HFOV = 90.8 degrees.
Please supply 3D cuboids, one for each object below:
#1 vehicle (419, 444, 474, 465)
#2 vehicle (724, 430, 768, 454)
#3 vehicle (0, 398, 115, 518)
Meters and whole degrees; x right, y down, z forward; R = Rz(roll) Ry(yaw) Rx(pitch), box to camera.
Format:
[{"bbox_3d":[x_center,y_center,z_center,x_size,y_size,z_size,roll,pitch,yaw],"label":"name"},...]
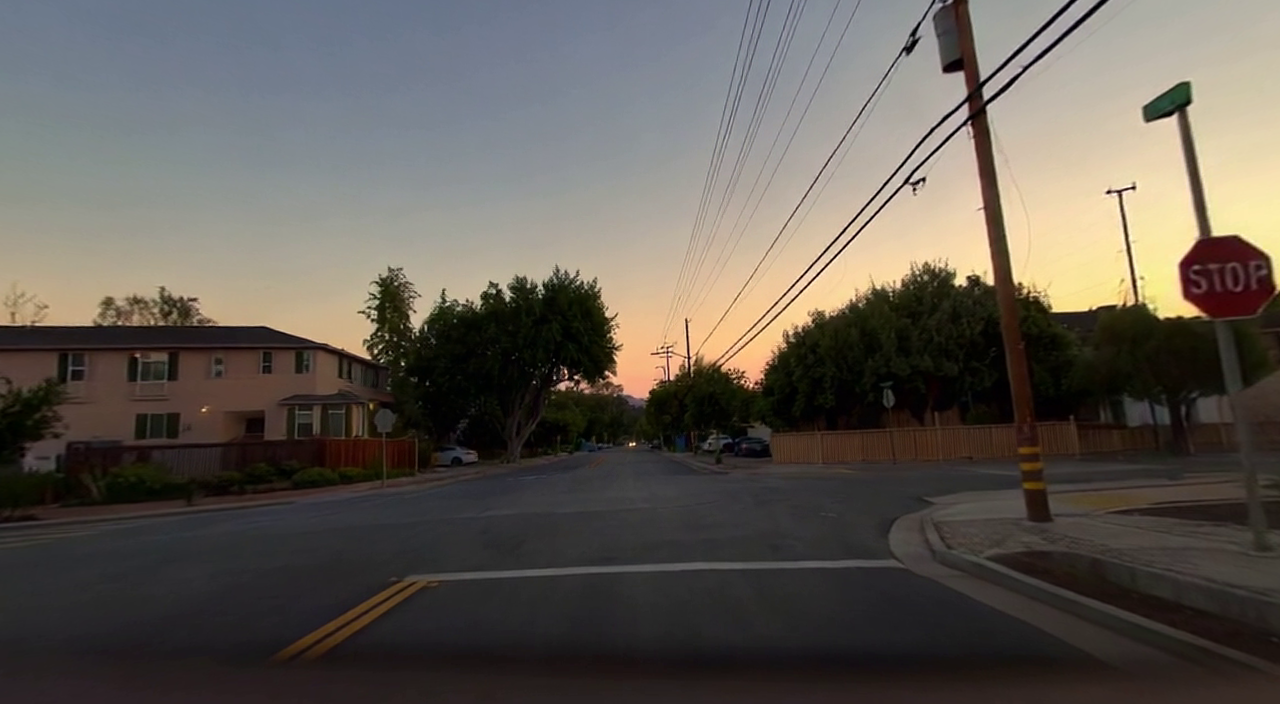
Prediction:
[{"bbox_3d":[-15.014,7.962,49.132,3.652,1.553,1.701,-1,-8,4],"label":"vehicle"},{"bbox_3d":[8.132,7.001,48.841,1.998,1.756,4.395,1,-9,-10],"label":"vehicle"},{"bbox_3d":[-19.863,3.306,19.510,2.842,3.181,8.576,5,-12,-22],"label":"vehicle"}]
